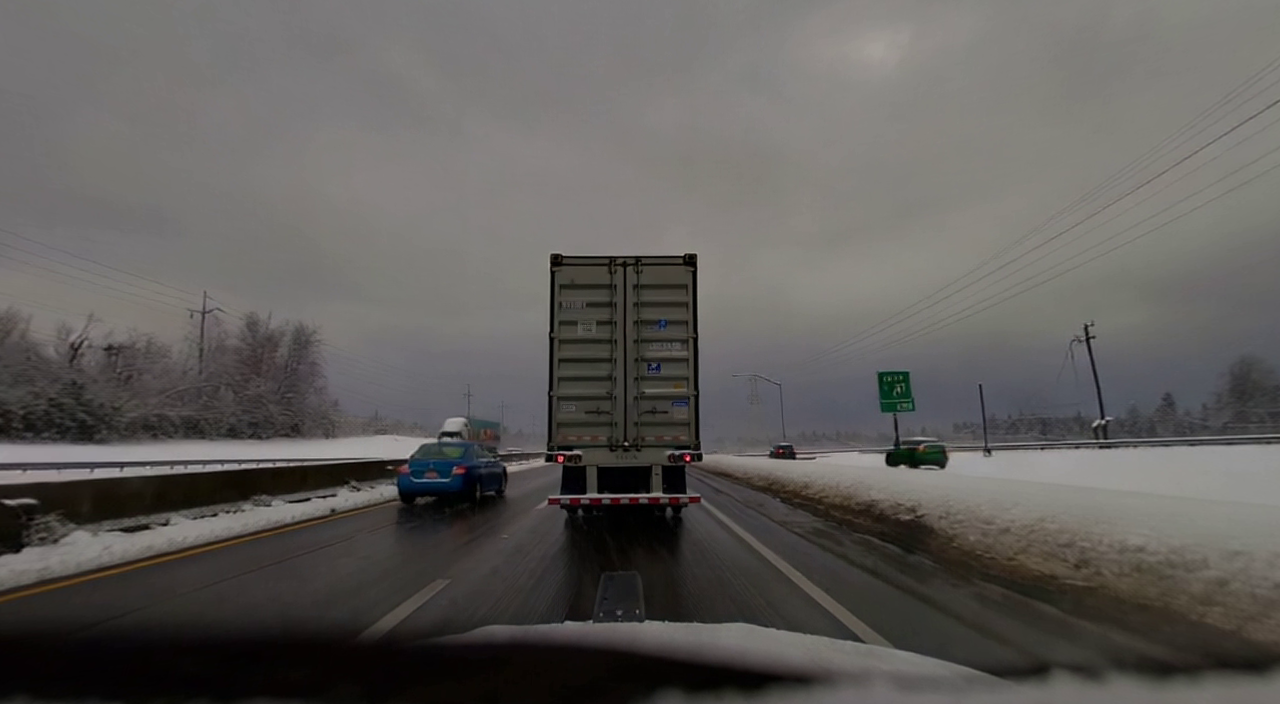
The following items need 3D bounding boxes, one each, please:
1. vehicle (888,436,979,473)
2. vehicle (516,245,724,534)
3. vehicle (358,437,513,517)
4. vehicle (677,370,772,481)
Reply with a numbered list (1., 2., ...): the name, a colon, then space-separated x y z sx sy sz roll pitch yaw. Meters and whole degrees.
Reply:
1. vehicle: 13.412 4.709 29.276 2.020 1.546 4.336 0 -9 -2
2. vehicle: -0.325 1.356 14.911 2.841 4.071 12.046 0 -9 0
3. vehicle: -4.322 2.710 14.280 1.993 1.475 4.540 0 -9 0
4. vehicle: 3.397 3.441 28.432 2.846 4.053 10.304 -1 -9 0
